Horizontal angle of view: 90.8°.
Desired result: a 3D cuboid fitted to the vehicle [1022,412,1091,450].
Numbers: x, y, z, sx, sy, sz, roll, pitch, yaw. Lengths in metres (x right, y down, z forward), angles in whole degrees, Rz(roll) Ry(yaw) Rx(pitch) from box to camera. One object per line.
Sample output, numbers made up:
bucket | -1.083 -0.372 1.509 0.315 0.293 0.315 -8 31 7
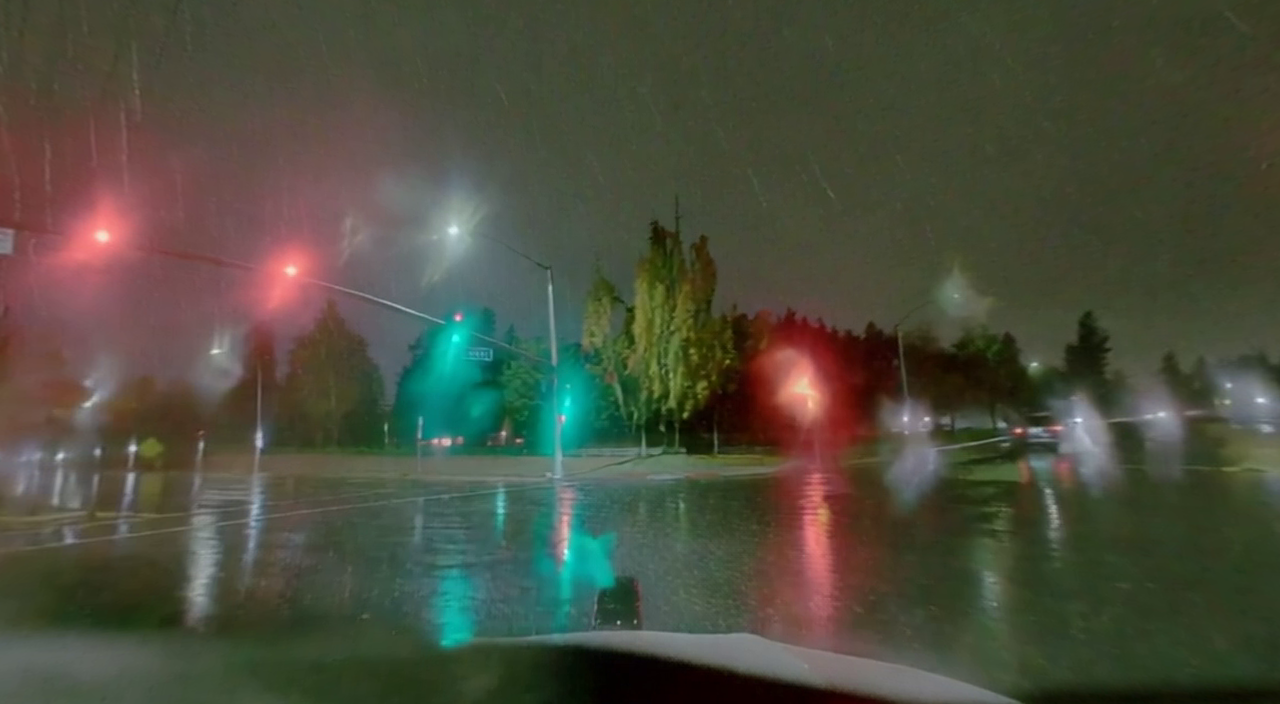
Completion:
vehicle | 19.001 3.636 28.705 1.997 1.577 4.719 -7 -10 39
